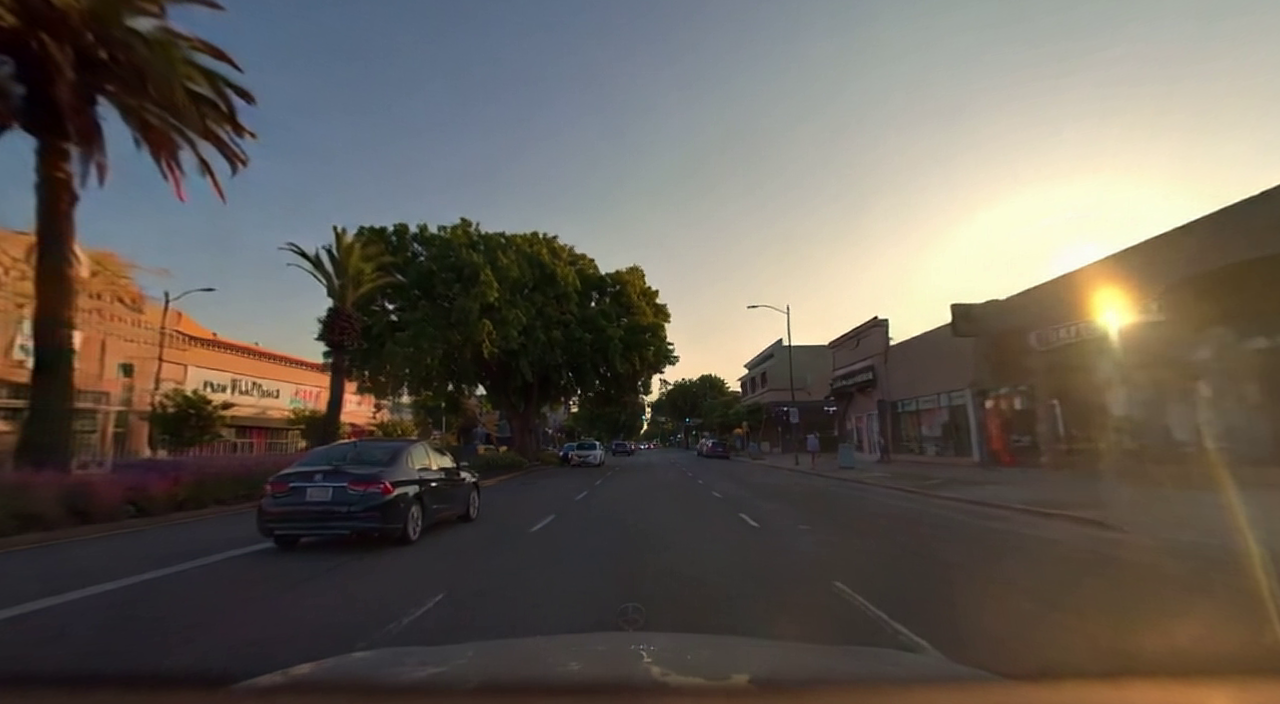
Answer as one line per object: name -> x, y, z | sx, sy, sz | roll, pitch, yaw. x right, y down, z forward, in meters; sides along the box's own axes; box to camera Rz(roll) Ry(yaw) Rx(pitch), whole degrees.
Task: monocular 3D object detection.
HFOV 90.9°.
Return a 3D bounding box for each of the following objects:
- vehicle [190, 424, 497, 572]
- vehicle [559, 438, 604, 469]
vehicle -> -3.599, 1.855, 8.814 | 2.032, 1.511, 4.424 | 0, -9, 2
vehicle -> -3.257, 5.775, 35.886 | 2.024, 1.636, 4.121 | 0, -9, 1
